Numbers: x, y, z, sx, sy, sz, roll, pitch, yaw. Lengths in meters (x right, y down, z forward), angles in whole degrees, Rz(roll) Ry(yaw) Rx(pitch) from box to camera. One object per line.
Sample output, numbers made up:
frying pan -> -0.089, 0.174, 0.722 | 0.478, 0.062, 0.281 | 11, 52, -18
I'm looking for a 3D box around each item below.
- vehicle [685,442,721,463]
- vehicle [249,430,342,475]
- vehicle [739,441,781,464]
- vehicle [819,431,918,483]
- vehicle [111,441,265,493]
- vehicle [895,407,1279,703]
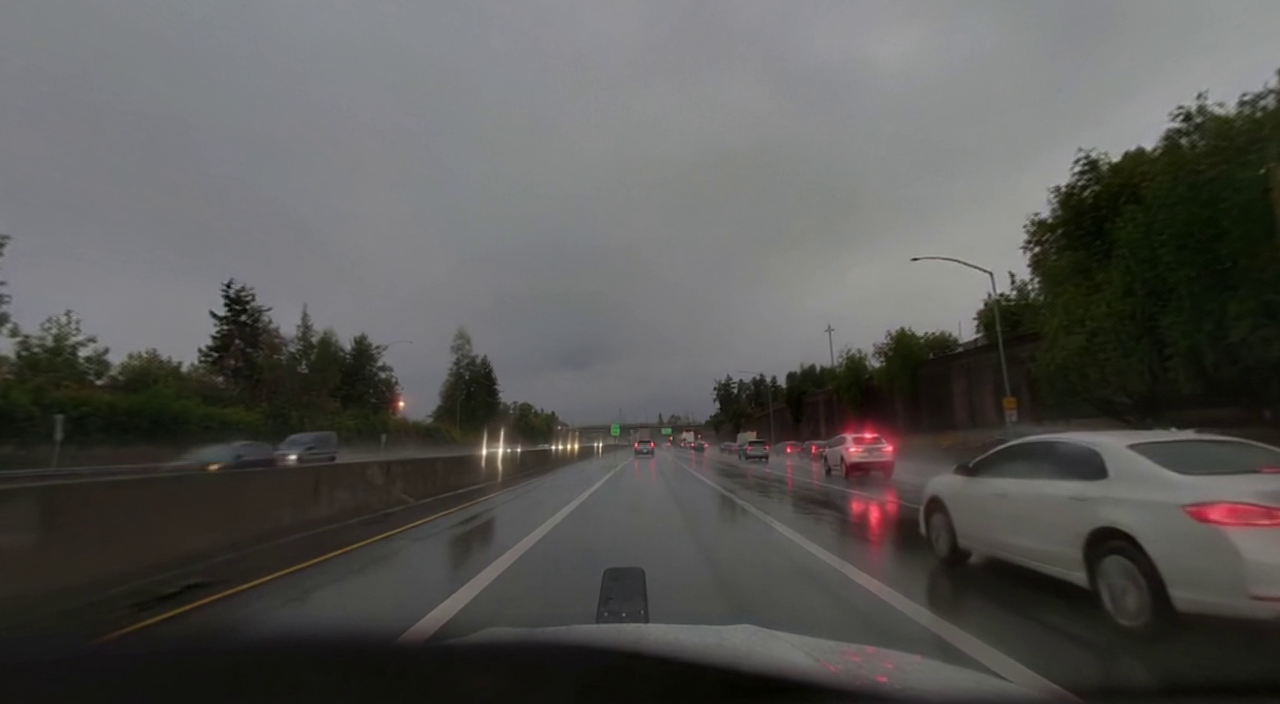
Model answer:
vehicle -> 4.502, 7.263, 45.711 | 2.118, 1.438, 4.312 | 0, -8, -1
vehicle -> -21.330, 6.246, 39.466 | 2.442, 2.577, 5.925 | 0, -8, 0
vehicle -> 8.088, 6.821, 42.936 | 1.919, 1.476, 4.303 | 0, -8, -1
vehicle -> 8.213, 3.814, 23.106 | 1.986, 1.703, 4.226 | 0, -8, -1
vehicle -> -17.166, 4.365, 24.359 | 2.209, 1.774, 4.989 | 0, -8, 0
vehicle -> 4.203, 1.309, 5.040 | 2.223, 1.483, 5.075 | 0, -8, 0
